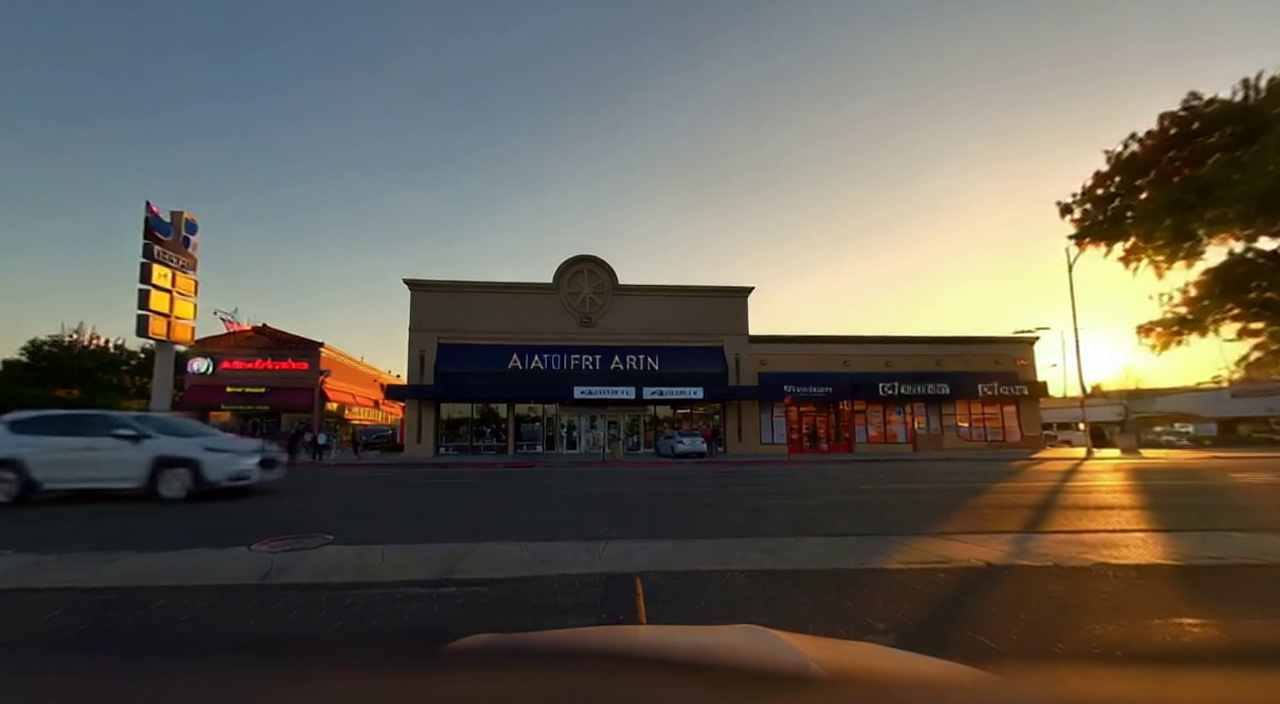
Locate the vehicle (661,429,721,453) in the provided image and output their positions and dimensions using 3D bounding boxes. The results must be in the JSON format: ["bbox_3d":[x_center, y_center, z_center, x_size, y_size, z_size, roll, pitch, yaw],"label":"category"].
[{"bbox_3d":[3.341,6.000,42.437,1.812,1.468,4.519,5,-10,-28],"label":"vehicle"}]

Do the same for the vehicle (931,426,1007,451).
[{"bbox_3d":[25.400,6.709,48.832,4.838,1.799,1.914,-7,-11,38],"label":"vehicle"}]

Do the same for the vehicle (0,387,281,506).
[{"bbox_3d":[-9.052,1.533,10.593,4.735,1.779,2.051,1,-6,-6],"label":"vehicle"}]

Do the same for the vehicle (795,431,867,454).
[{"bbox_3d":[12.735,6.054,42.349,1.791,1.453,4.593,5,-10,-29],"label":"vehicle"}]

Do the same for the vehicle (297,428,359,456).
[{"bbox_3d":[-20.274,5.834,40.981,4.596,1.680,1.936,-7,-11,41],"label":"vehicle"}]
